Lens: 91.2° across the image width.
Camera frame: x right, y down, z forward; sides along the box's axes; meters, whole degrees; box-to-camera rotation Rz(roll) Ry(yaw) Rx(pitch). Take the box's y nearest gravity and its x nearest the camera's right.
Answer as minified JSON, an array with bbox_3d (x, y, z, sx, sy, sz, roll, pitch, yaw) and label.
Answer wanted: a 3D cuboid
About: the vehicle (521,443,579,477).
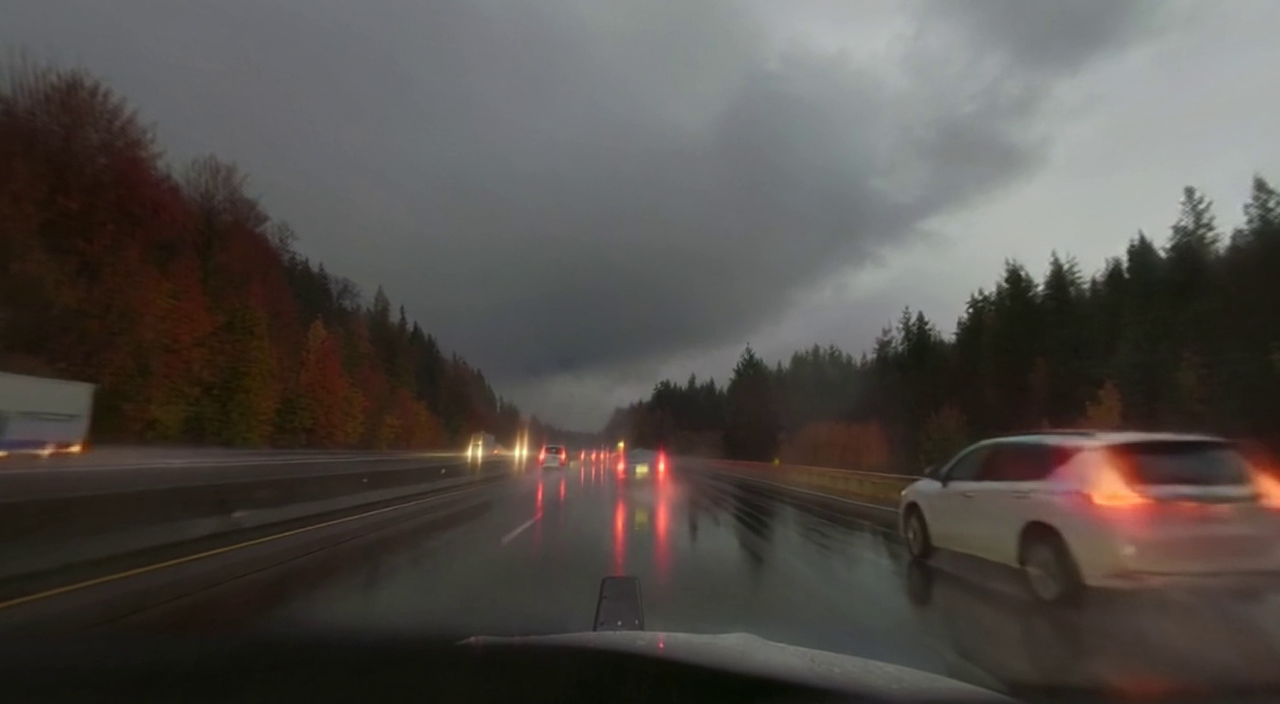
[{"bbox_3d":[-4.770,5.832,33.972,2.545,1.679,4.267,0,-9,-1],"label":"vehicle"}]

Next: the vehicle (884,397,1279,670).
[{"bbox_3d":[4.253,1.389,5.913,2.035,1.571,4.413,0,-9,-1],"label":"vehicle"}]

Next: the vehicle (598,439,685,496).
[{"bbox_3d":[0.001,3.824,21.076,2.634,1.679,4.070,0,-9,-2],"label":"vehicle"}]
